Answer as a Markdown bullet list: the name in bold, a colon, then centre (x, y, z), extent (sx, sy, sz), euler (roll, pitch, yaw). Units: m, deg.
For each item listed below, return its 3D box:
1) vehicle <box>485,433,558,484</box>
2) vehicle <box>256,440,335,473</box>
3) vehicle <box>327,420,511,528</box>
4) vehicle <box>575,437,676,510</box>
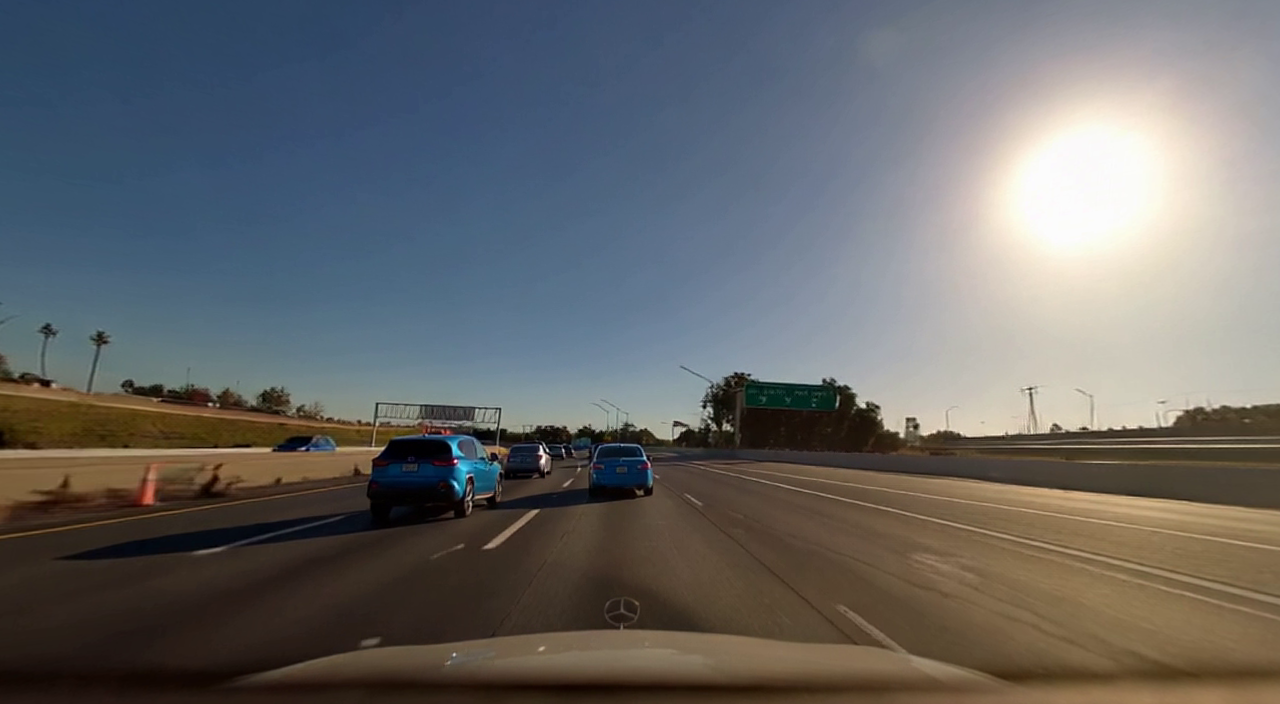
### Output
- **vehicle**: centre (-4.314, 3.947, 23.640), extent (1.982, 1.727, 4.057), euler (0, -9, -1)
- **vehicle**: centre (-18.798, 5.680, 34.685), extent (1.936, 1.710, 4.301), euler (0, -8, -1)
- **vehicle**: centre (-3.950, 2.251, 12.155), extent (2.025, 1.708, 4.089), euler (0, -9, 0)
- **vehicle**: centre (-0.370, 2.803, 15.086), extent (2.069, 1.484, 3.982), euler (0, -9, -2)
